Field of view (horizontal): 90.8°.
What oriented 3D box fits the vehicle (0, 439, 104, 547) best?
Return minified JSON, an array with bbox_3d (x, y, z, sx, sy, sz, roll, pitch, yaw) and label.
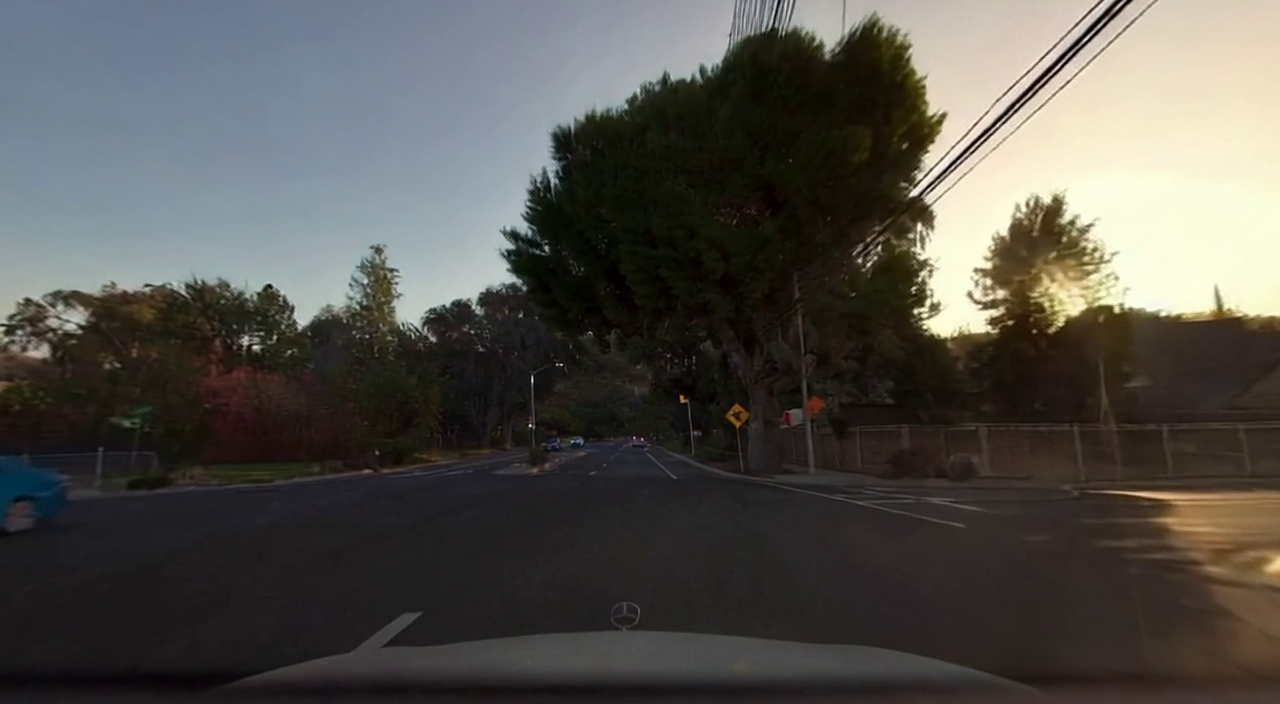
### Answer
[{"bbox_3d":[-11.032,2.129,9.375,2.072,1.680,4.705,0,-9,-1],"label":"vehicle"}]
